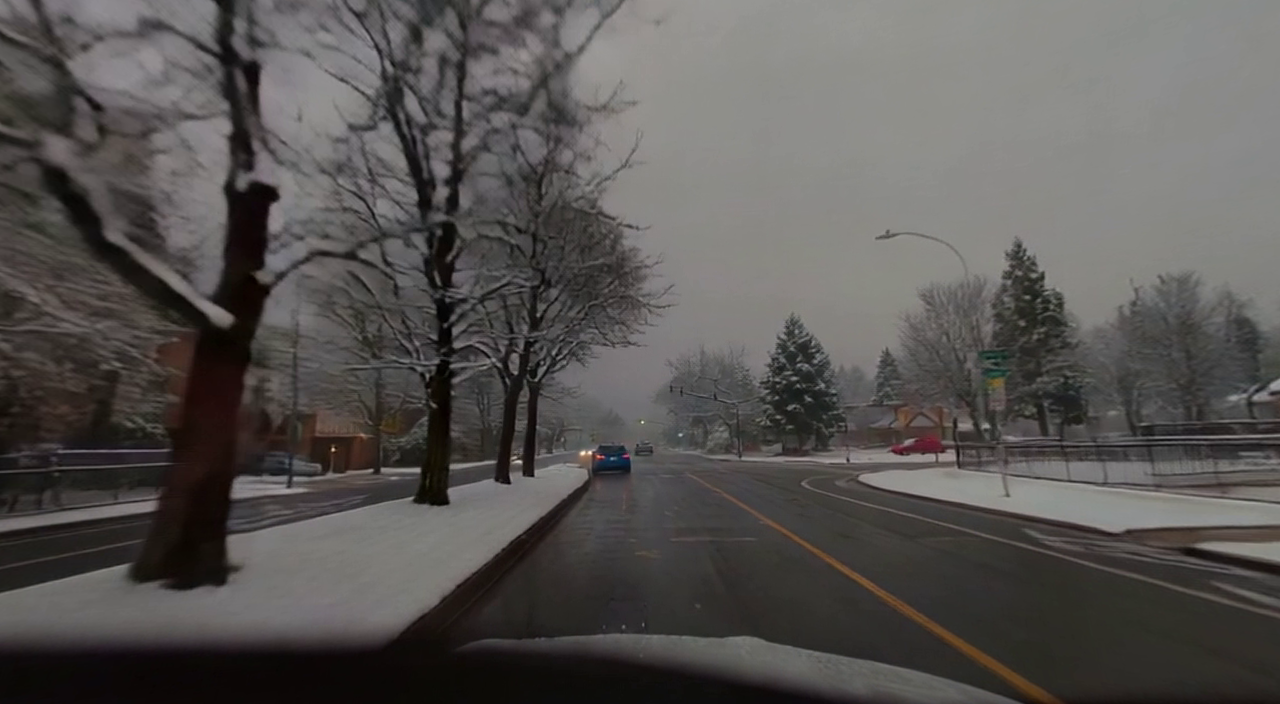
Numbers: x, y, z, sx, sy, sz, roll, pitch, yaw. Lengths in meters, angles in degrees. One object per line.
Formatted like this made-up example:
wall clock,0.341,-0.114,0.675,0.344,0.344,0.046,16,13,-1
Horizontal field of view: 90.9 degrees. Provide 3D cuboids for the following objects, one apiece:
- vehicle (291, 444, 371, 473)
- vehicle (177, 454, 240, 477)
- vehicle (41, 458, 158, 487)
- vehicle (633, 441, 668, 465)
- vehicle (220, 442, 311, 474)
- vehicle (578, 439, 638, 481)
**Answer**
vehicle,-22.375,7.729,45.995,2.173,1.849,5.752,-5,-9,11
vehicle,-33.107,8.683,48.450,1.774,1.484,3.684,-5,-8,14
vehicle,-30.589,6.824,35.892,1.874,1.393,4.724,-2,-9,14
vehicle,0.667,6.709,42.168,2.226,1.505,4.128,0,-8,0
vehicle,-27.790,7.867,47.099,2.161,2.233,5.937,-3,-9,14
vehicle,-1.258,4.239,25.138,2.158,1.469,4.909,0,-8,-3
